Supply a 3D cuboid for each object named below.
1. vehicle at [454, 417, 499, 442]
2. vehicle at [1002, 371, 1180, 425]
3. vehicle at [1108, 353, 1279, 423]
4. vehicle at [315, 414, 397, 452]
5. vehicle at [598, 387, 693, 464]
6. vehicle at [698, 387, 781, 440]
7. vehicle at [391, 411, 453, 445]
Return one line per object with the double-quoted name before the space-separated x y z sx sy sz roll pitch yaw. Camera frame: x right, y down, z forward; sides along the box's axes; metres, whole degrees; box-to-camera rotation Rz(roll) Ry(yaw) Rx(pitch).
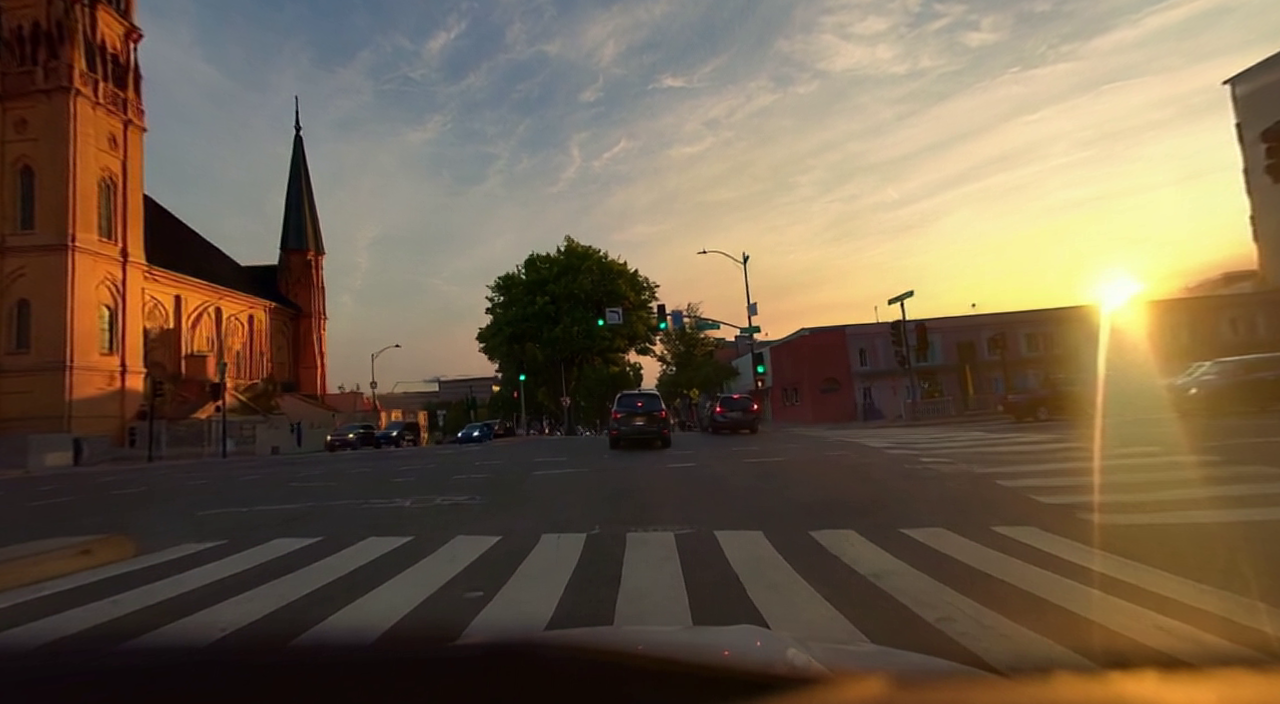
"vehicle" -11.991 5.760 46.651 2.170 1.746 4.565 0 -8 -1
"vehicle" 15.344 1.588 21.678 4.488 1.475 2.083 -4 -5 -2
"vehicle" 17.091 1.087 18.828 4.512 1.734 2.143 -4 -7 -2
"vehicle" -15.339 4.448 34.526 1.969 1.896 5.404 1 -8 -1
"vehicle" 0.034 1.848 16.611 2.168 1.776 4.135 0 -4 -3
"vehicle" 3.457 2.255 22.955 2.080 1.735 4.650 0 -6 -3
"vehicle" -12.396 4.389 36.231 2.069 1.790 4.358 1 -8 -1
